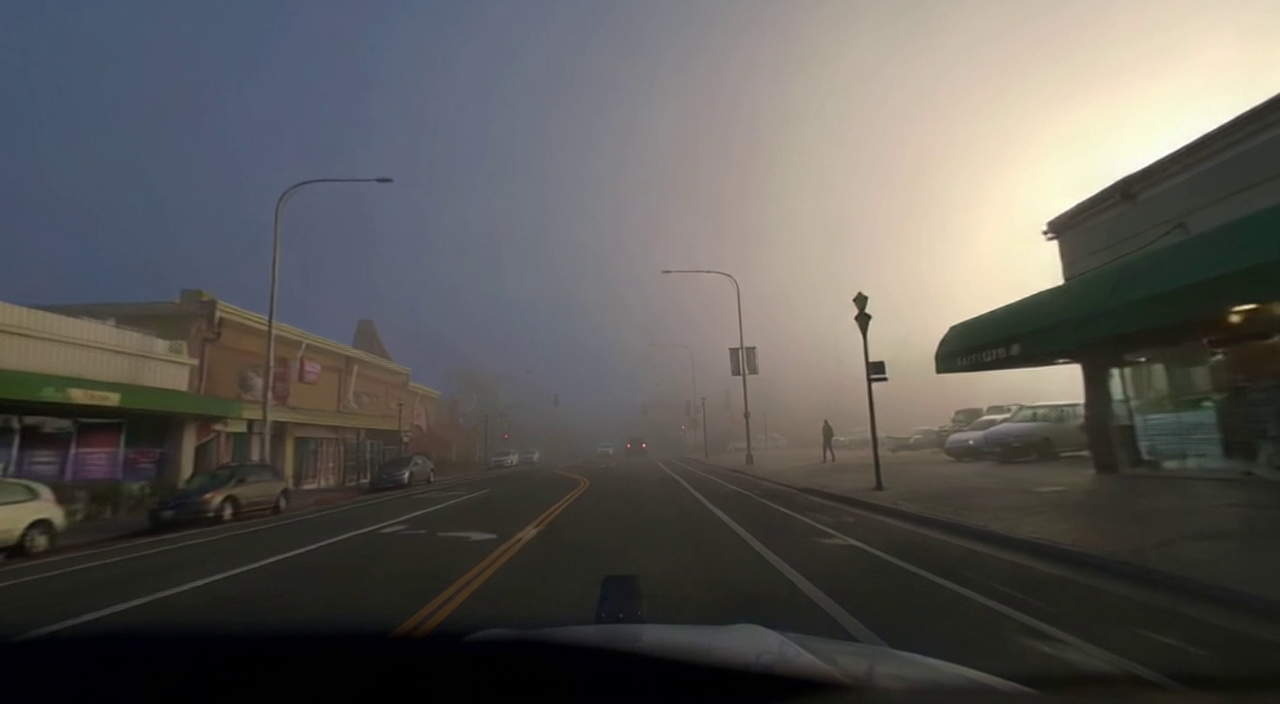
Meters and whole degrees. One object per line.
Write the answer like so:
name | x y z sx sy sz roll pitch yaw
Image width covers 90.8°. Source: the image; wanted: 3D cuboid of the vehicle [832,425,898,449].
vehicle | 17.071 6.506 48.087 4.135 1.753 2.122 -1 -9 1

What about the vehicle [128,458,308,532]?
vehicle | -10.863 3.663 16.717 1.837 1.586 4.155 0 -8 0

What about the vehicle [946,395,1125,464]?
vehicle | 12.786 2.629 20.996 2.532 1.997 5.001 0 -8 -2

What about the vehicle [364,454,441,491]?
vehicle | -10.978 5.577 29.531 1.828 1.470 4.523 0 -8 0

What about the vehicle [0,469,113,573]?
vehicle | -10.775 2.626 9.590 1.784 1.502 4.344 0 -8 0

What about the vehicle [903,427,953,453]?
vehicle | 17.166 5.279 37.860 1.773 1.446 4.421 -3 -8 13
